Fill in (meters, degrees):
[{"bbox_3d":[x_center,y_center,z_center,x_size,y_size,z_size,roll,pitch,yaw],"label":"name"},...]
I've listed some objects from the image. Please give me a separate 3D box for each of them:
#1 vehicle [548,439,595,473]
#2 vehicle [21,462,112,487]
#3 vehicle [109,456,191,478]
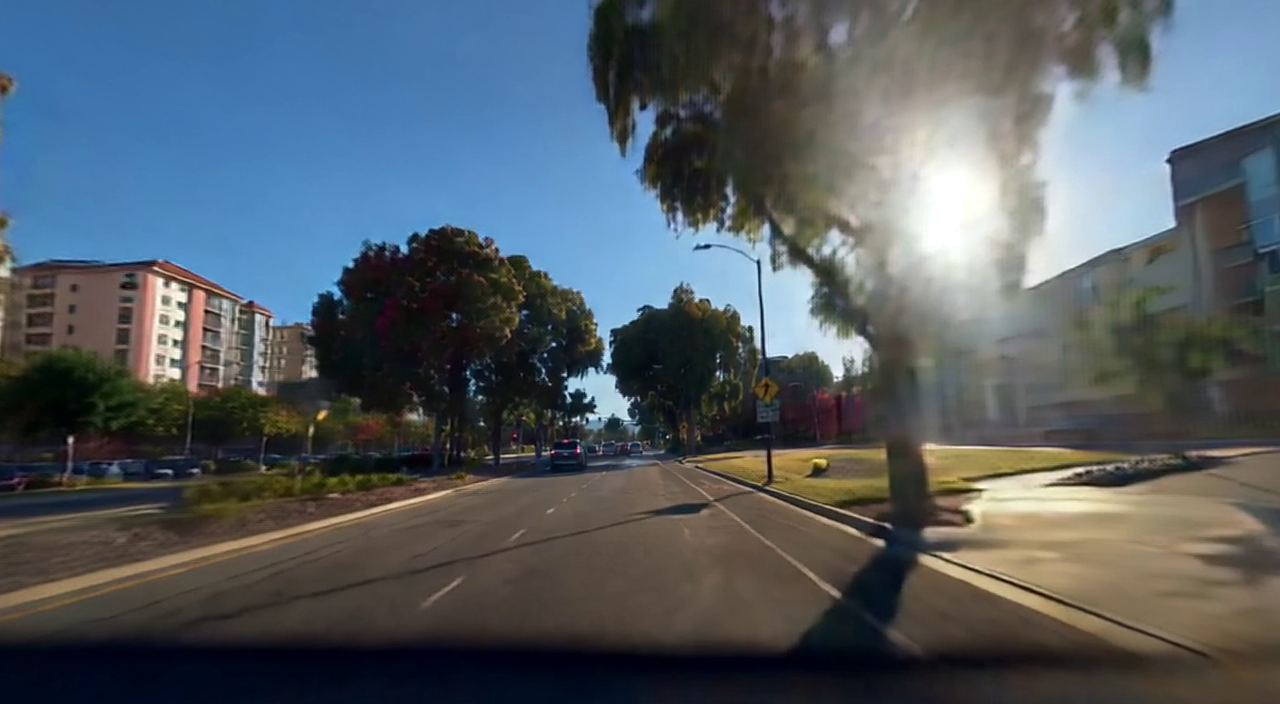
[{"bbox_3d":[-3.621,5.585,34.130,1.959,1.741,4.141,0,-8,1],"label":"vehicle"},{"bbox_3d":[-36.880,7.863,40.682,3.950,1.513,1.797,0,-9,-5],"label":"vehicle"},{"bbox_3d":[-37.089,8.698,47.878,4.463,1.545,2.076,-1,-9,2],"label":"vehicle"}]
